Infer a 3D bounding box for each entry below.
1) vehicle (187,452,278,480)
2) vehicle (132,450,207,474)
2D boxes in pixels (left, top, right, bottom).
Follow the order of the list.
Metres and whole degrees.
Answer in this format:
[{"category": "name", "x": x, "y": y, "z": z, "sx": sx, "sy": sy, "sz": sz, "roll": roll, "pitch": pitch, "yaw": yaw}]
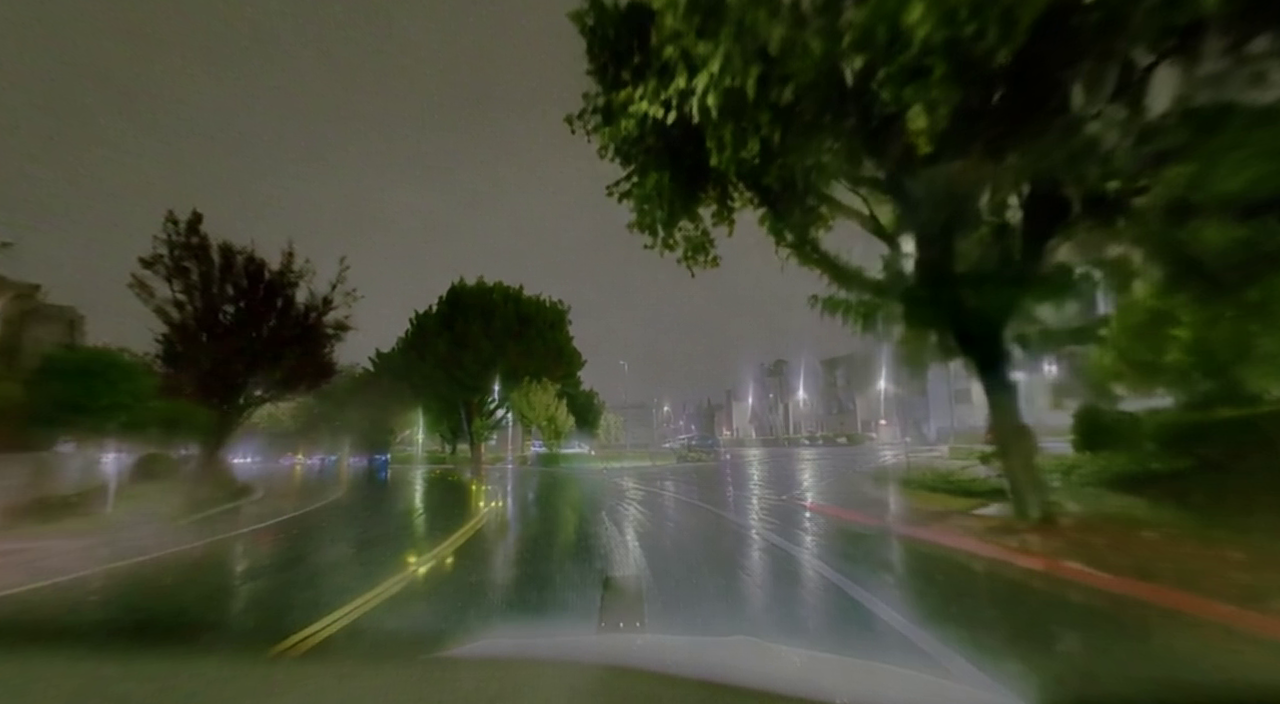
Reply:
[{"category": "vehicle", "x": -25.021, "y": 6.900, "z": 38.625, "sx": 7.241, "sy": 1.161, "sz": 2.772, "roll": -6, "pitch": -7, "yaw": 42}, {"category": "vehicle", "x": -33.369, "y": 7.814, "z": 44.812, "sx": 4.946, "sy": 1.537, "sz": 2.206, "roll": -6, "pitch": -9, "yaw": 26}]
